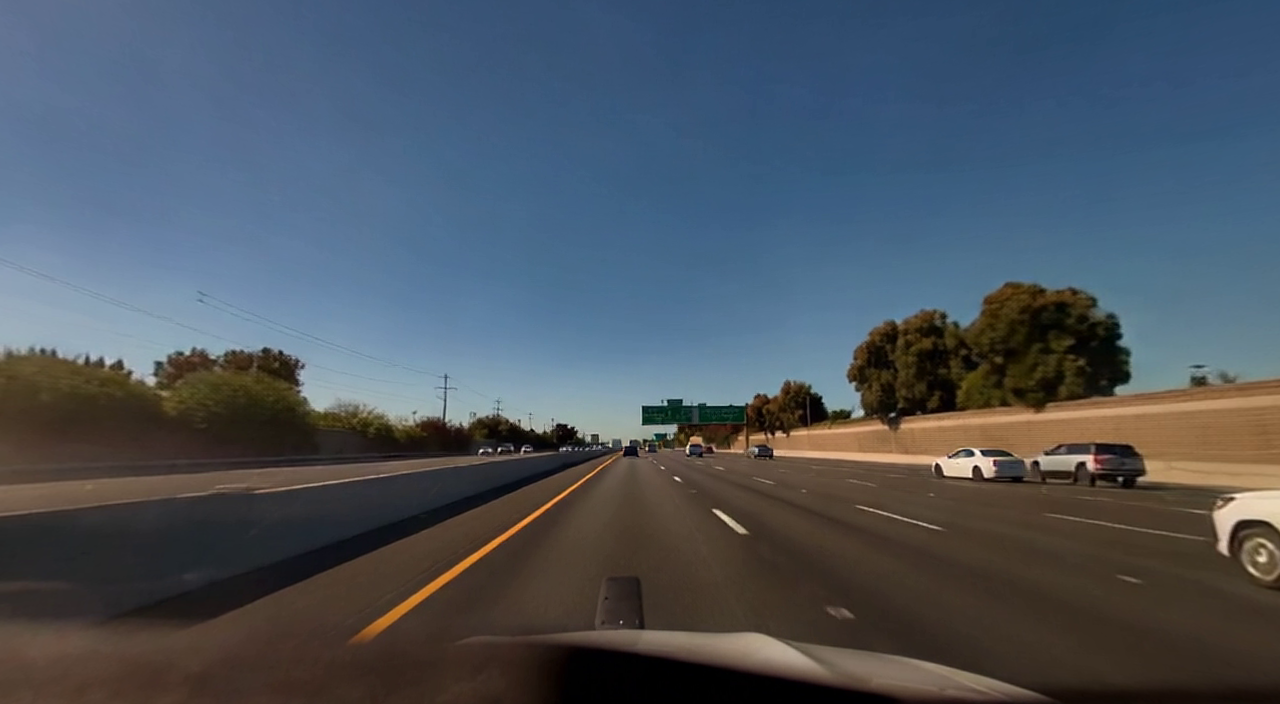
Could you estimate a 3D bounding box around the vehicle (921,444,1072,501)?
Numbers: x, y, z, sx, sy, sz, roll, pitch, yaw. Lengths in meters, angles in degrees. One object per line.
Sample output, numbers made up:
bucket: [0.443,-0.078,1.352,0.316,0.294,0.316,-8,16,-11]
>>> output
vehicle: [9.867,3.330,17.917,1.836,1.418,4.132,0,-8,-1]

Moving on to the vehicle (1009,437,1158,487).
vehicle: [16.728,4.145,24.260,2.034,1.698,5.065,0,-8,-1]
